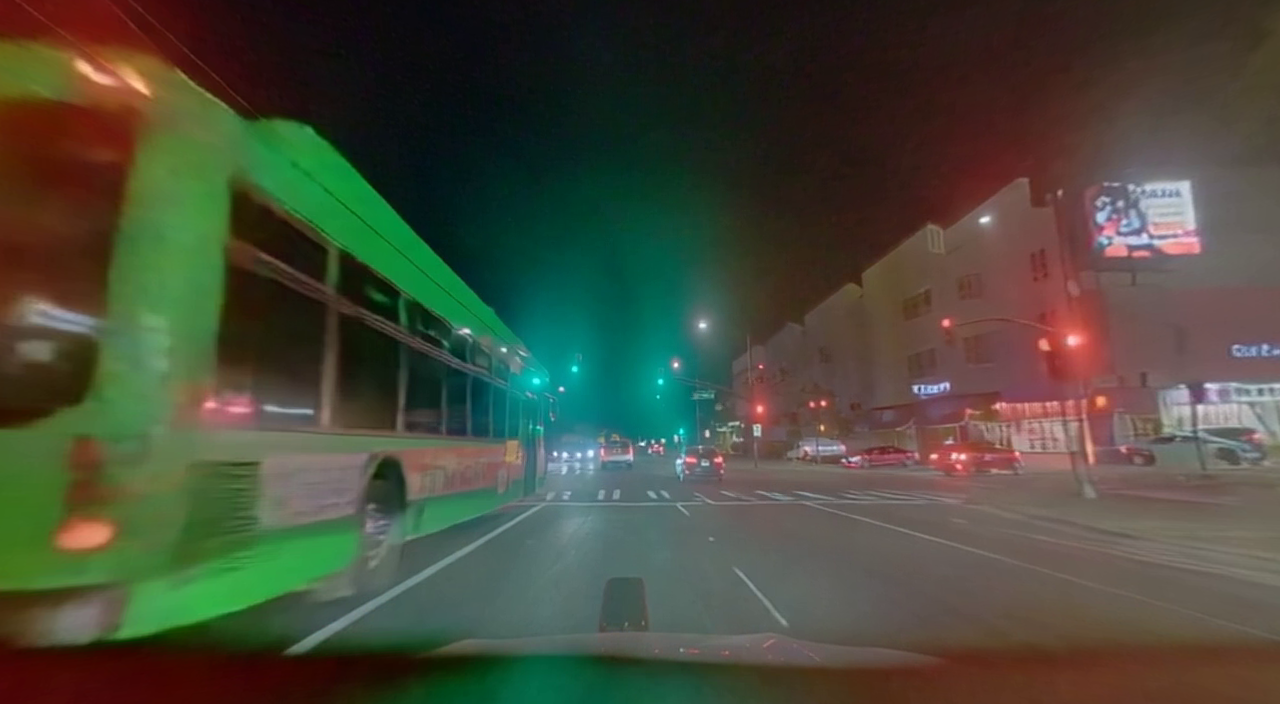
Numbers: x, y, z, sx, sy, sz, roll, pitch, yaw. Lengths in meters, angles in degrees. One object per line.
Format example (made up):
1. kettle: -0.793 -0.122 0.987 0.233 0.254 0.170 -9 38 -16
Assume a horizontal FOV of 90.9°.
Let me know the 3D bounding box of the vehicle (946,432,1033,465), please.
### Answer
1. vehicle: 23.392 6.428 42.489 2.384 1.959 5.372 -2 -7 -6

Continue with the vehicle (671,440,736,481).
1. vehicle: 2.522 4.447 26.136 2.046 1.540 3.883 1 -8 -4

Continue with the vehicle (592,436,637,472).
1. vehicle: -1.390 5.513 34.315 2.301 1.837 4.411 0 -8 -2

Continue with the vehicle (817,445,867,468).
1. vehicle: 13.523 6.996 42.346 1.860 1.443 3.772 0 -8 -5

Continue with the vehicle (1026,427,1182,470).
1. vehicle: 22.482 4.684 30.736 5.766 2.002 2.298 0 -9 -1

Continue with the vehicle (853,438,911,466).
1. vehicle: 16.341 6.776 42.874 2.020 1.796 4.600 0 -8 -2

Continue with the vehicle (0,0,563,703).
1. vehicle: -3.629 1.130 9.313 3.018 3.217 13.998 0 -8 1

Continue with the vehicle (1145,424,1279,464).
1. vehicle: 35.274 5.645 38.714 6.271 2.145 2.510 -2 -8 -1

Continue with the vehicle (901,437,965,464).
1. vehicle: 19.749 6.662 42.684 2.143 1.731 4.290 1 -8 -2

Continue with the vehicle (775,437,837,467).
1. vehicle: 11.056 6.714 42.418 2.304 1.907 4.844 1 -9 -8
